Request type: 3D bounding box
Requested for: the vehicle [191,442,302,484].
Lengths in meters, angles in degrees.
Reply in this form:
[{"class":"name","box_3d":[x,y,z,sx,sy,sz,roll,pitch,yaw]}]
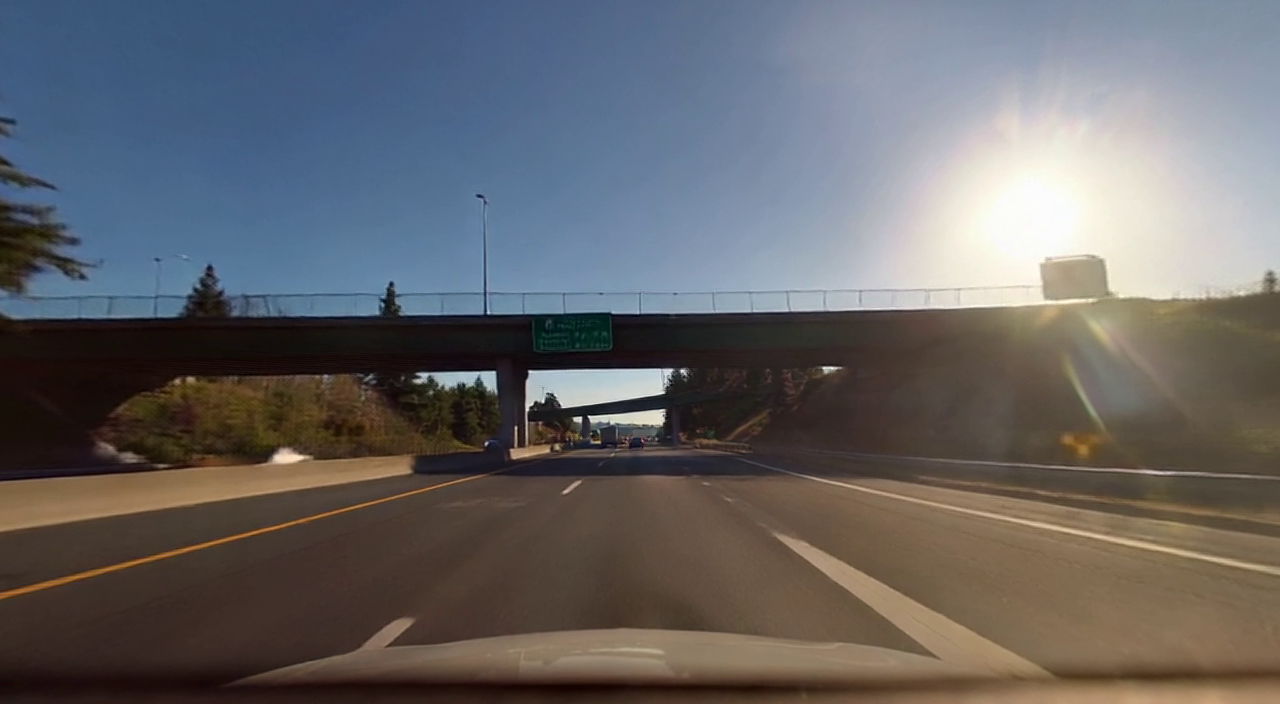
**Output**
[{"class":"vehicle","box_3d":[-16.347,4.605,26.467,1.976,1.573,4.201,0,-8,-1]}]
